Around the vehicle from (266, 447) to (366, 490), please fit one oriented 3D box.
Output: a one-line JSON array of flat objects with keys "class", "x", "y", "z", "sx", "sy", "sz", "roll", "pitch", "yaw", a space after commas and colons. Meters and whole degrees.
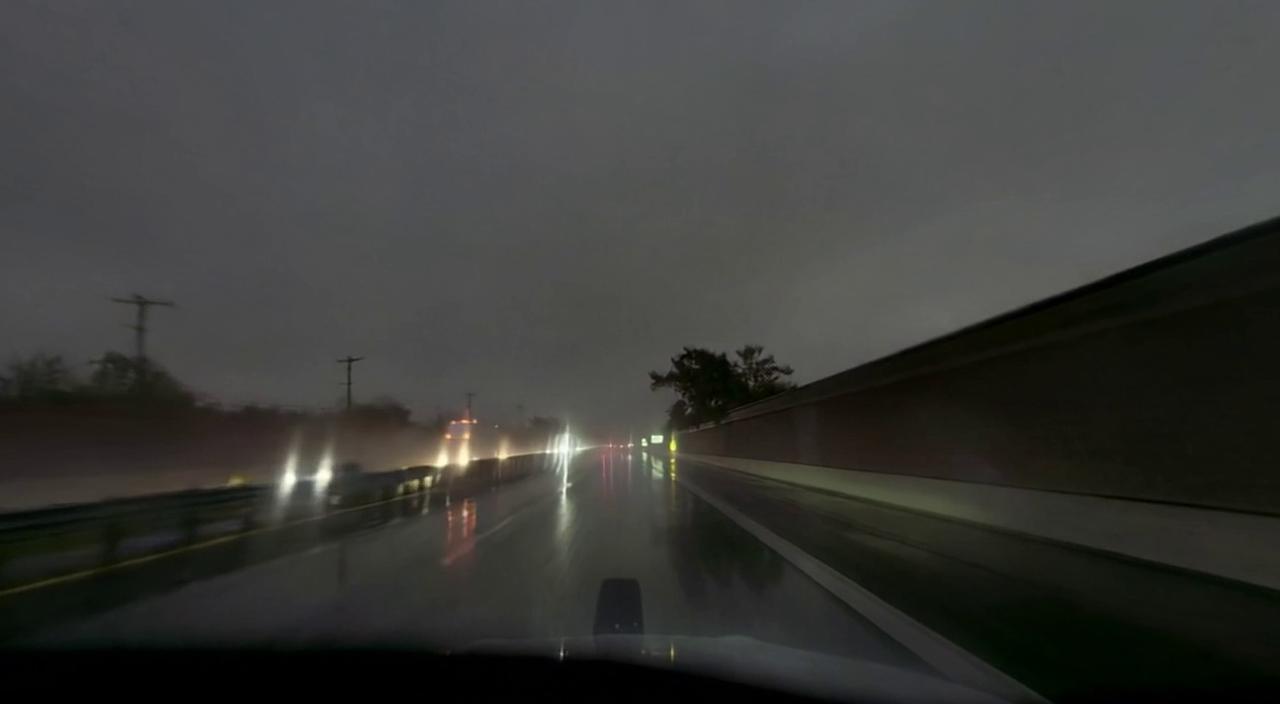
[{"class": "vehicle", "x": -12.982, "y": 4.645, "z": 25.446, "sx": 1.903, "sy": 1.555, "sz": 4.299, "roll": 0, "pitch": -9, "yaw": -2}]
